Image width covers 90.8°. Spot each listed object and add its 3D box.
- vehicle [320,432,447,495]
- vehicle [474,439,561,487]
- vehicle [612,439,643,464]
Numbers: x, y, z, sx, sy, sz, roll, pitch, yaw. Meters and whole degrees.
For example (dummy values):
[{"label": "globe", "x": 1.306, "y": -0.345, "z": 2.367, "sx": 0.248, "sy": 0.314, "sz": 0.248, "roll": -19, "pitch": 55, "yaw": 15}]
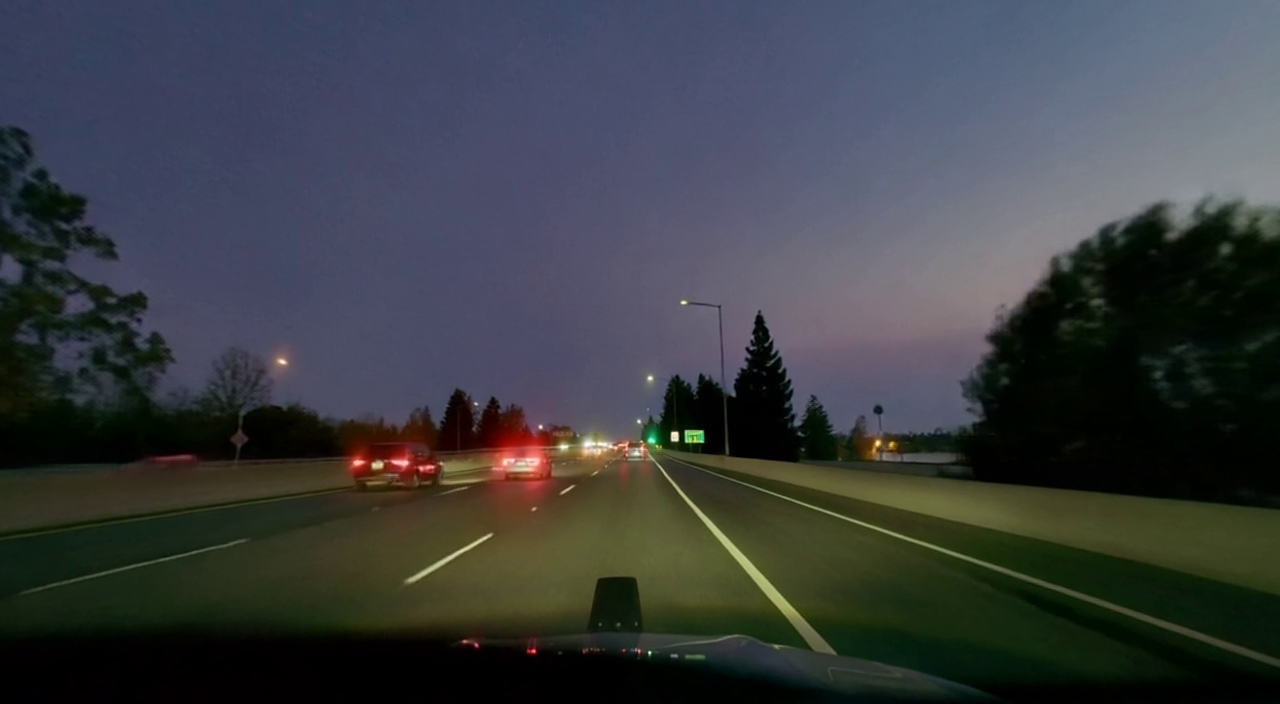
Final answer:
[{"label": "vehicle", "x": -8.162, "y": 3.580, "z": 20.671, "sx": 2.091, "sy": 1.795, "sz": 4.617, "roll": 0, "pitch": -9, "yaw": 2}, {"label": "vehicle", "x": -4.351, "y": 4.037, "z": 23.271, "sx": 2.102, "sy": 1.562, "sz": 4.884, "roll": 0, "pitch": -9, "yaw": 2}, {"label": "vehicle", "x": -0.907, "y": 7.492, "z": 47.719, "sx": 2.179, "sy": 1.742, "sz": 4.396, "roll": 0, "pitch": -9, "yaw": 0}]
